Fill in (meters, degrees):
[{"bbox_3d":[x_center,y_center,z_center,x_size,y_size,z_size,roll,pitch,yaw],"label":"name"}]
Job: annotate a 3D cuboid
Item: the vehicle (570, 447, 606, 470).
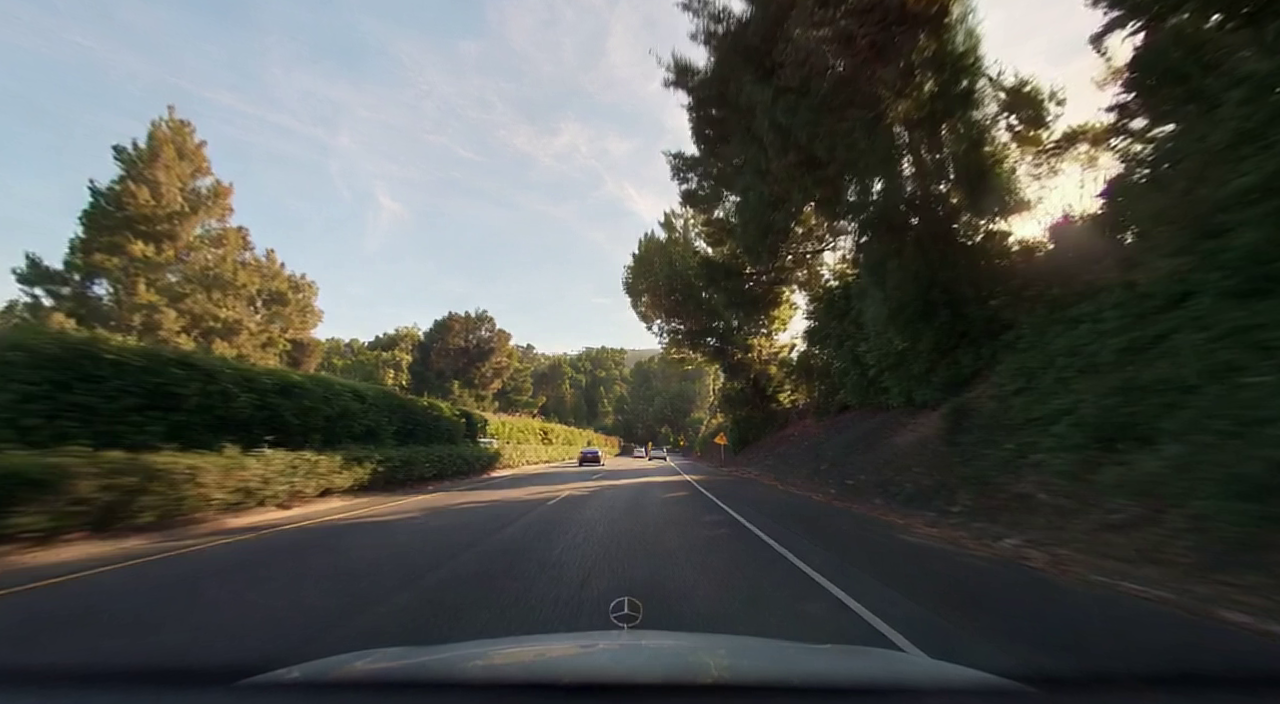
[{"bbox_3d":[-3.509,7.214,42.851,2.033,1.449,3.957,0,-9,1],"label":"vehicle"}]
